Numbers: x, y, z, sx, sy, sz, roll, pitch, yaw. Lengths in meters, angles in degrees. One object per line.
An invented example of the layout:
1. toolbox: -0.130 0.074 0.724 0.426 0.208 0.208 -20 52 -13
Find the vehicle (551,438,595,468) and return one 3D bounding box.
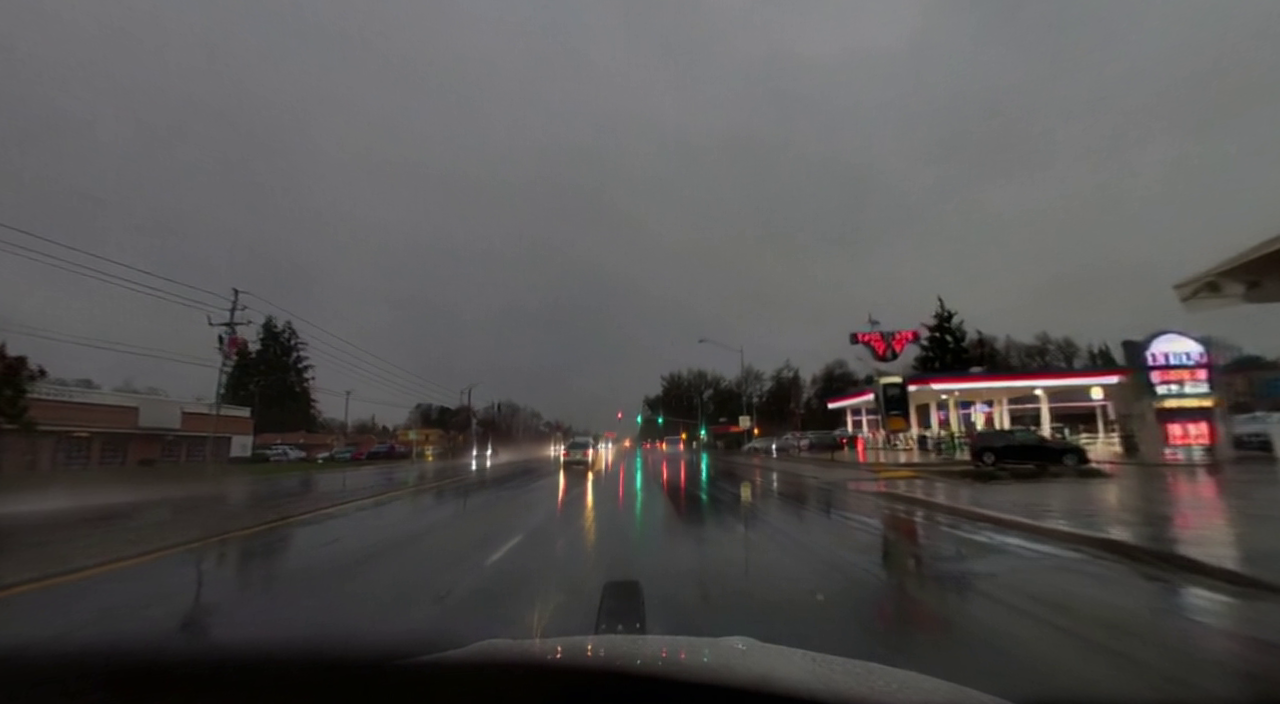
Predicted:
1. vehicle: -3.847 5.887 37.010 2.040 1.661 4.573 0 -8 1
